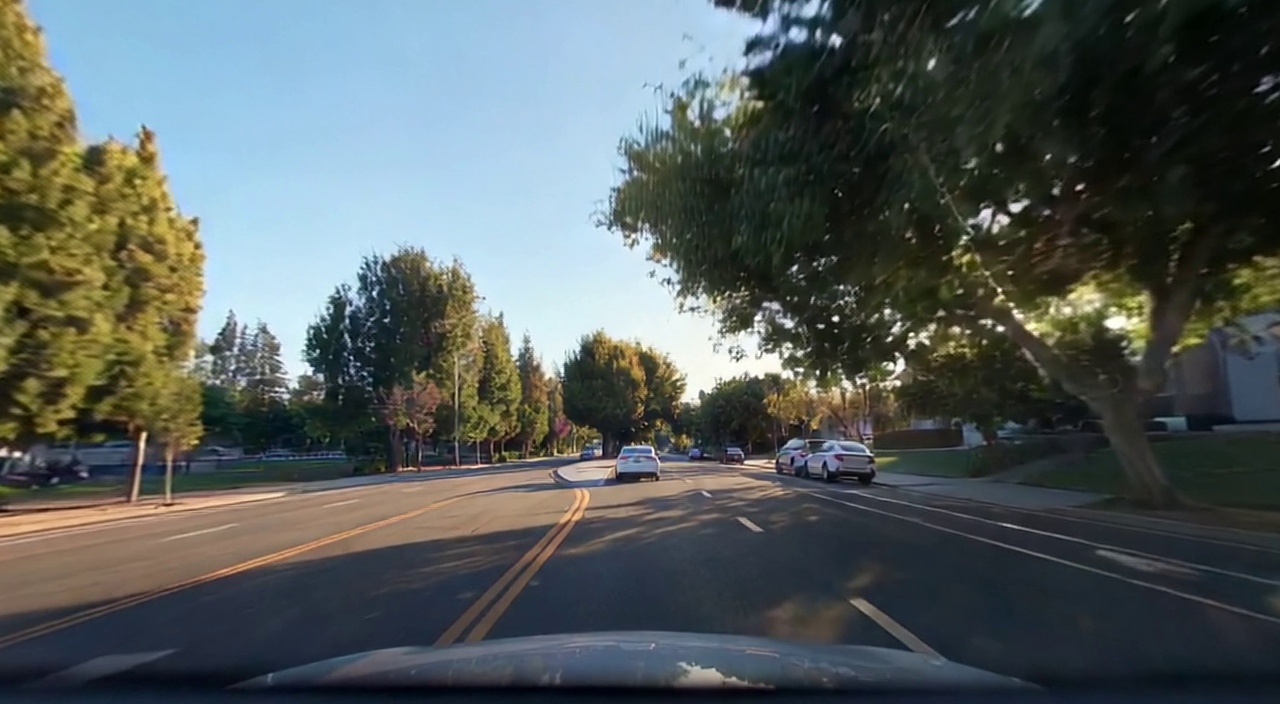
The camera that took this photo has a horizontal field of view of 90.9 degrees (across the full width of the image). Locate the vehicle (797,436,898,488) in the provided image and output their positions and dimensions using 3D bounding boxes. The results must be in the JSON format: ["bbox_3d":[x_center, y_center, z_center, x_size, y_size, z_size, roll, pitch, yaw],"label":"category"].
[{"bbox_3d":[8.090,4.326,25.167,2.185,1.818,5.038,0,-9,-2],"label":"vehicle"}]

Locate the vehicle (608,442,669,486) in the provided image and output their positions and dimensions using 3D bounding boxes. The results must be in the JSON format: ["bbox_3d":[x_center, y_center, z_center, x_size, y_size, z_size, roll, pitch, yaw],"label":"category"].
[{"bbox_3d":[-0.064,4.140,23.679,2.099,1.470,4.302,0,-9,0],"label":"vehicle"}]
